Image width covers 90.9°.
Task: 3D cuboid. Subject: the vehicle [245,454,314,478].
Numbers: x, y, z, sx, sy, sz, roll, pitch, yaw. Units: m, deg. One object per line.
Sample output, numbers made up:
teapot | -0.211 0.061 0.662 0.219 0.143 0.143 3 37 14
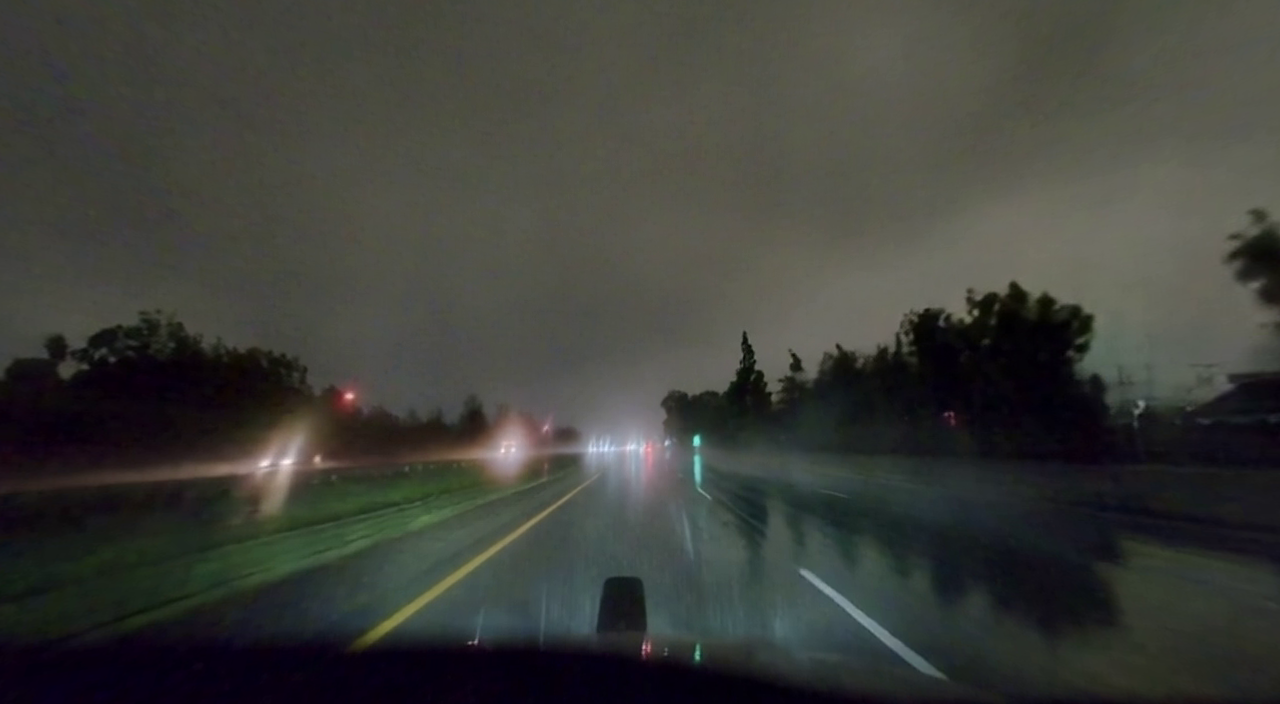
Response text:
vehicle | -24.621 7.754 43.276 1.873 1.456 4.716 0 -8 1
